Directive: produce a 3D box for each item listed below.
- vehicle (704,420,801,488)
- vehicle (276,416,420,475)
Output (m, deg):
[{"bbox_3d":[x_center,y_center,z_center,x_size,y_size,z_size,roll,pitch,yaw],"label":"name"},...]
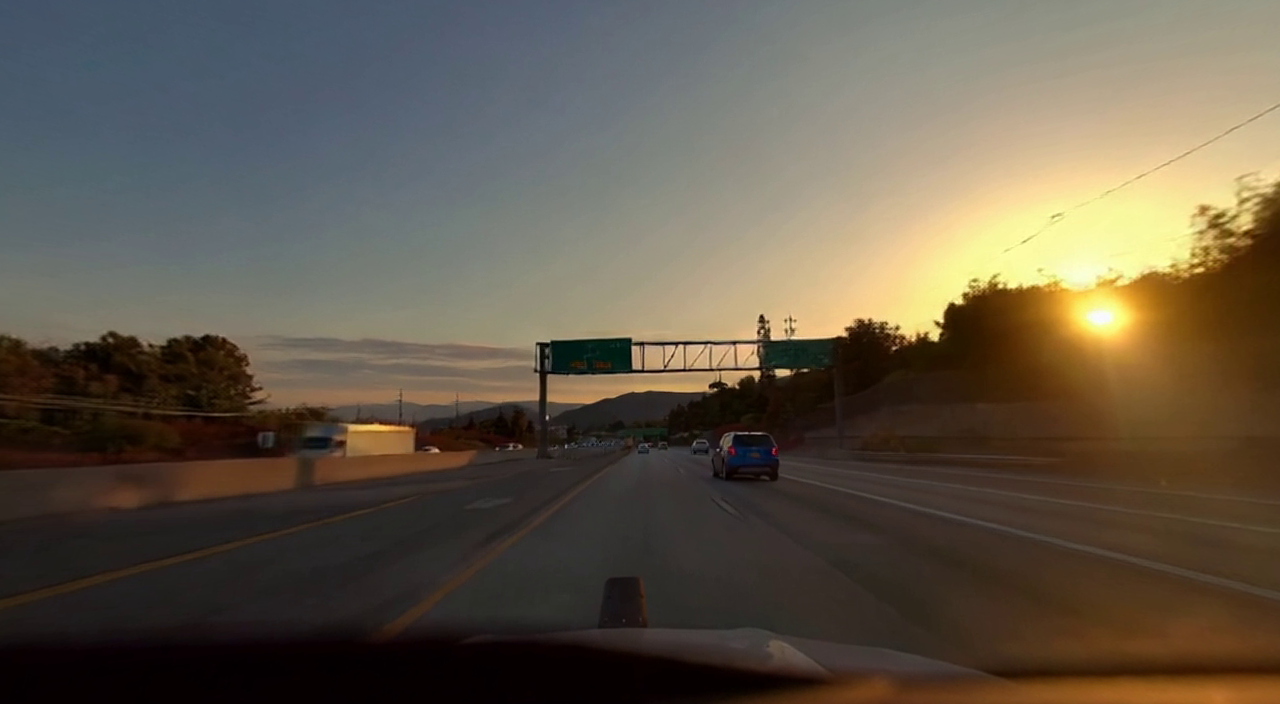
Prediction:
[{"bbox_3d":[3.300,3.100,19.436,2.120,1.832,4.287,0,-8,-1],"label":"vehicle"},{"bbox_3d":[-17.973,5.933,40.343,3.139,3.154,12.225,0,-8,1],"label":"vehicle"}]
